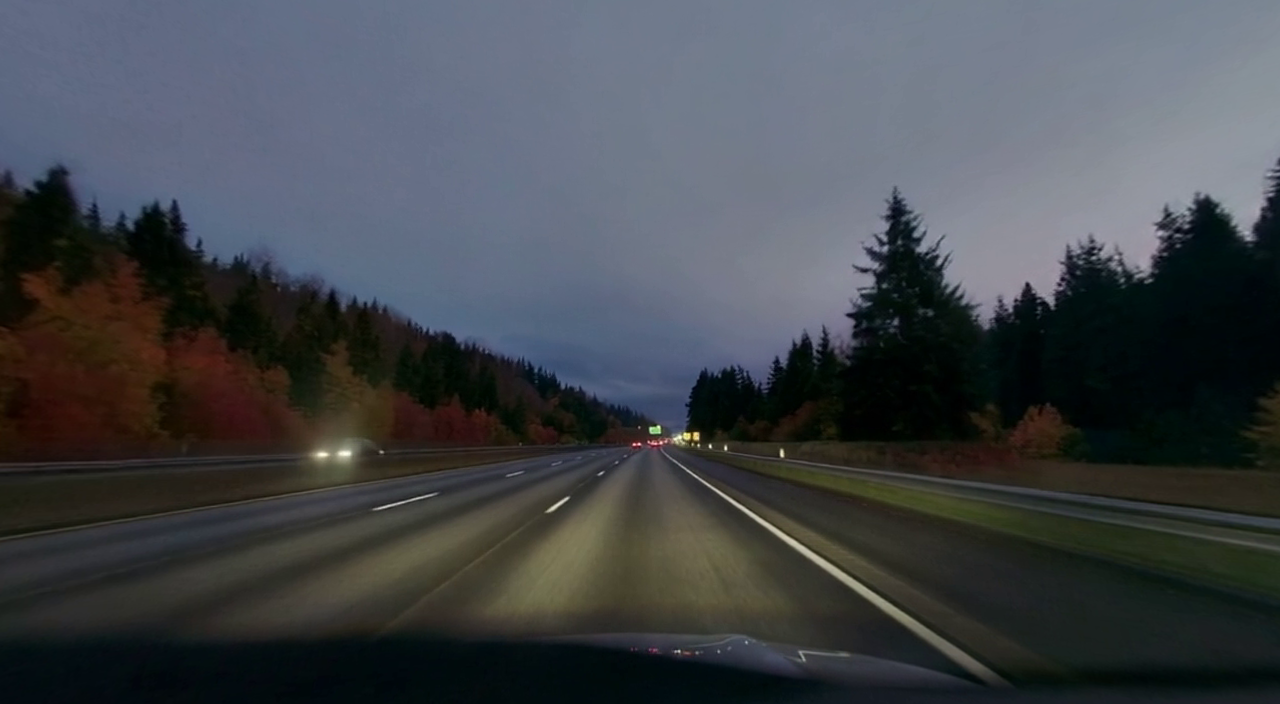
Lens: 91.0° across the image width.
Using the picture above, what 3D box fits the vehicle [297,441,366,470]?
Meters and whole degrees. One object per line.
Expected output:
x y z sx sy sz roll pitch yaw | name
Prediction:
-18.485 6.200 37.870 1.913 1.619 4.158 -1 -8 2 | vehicle
